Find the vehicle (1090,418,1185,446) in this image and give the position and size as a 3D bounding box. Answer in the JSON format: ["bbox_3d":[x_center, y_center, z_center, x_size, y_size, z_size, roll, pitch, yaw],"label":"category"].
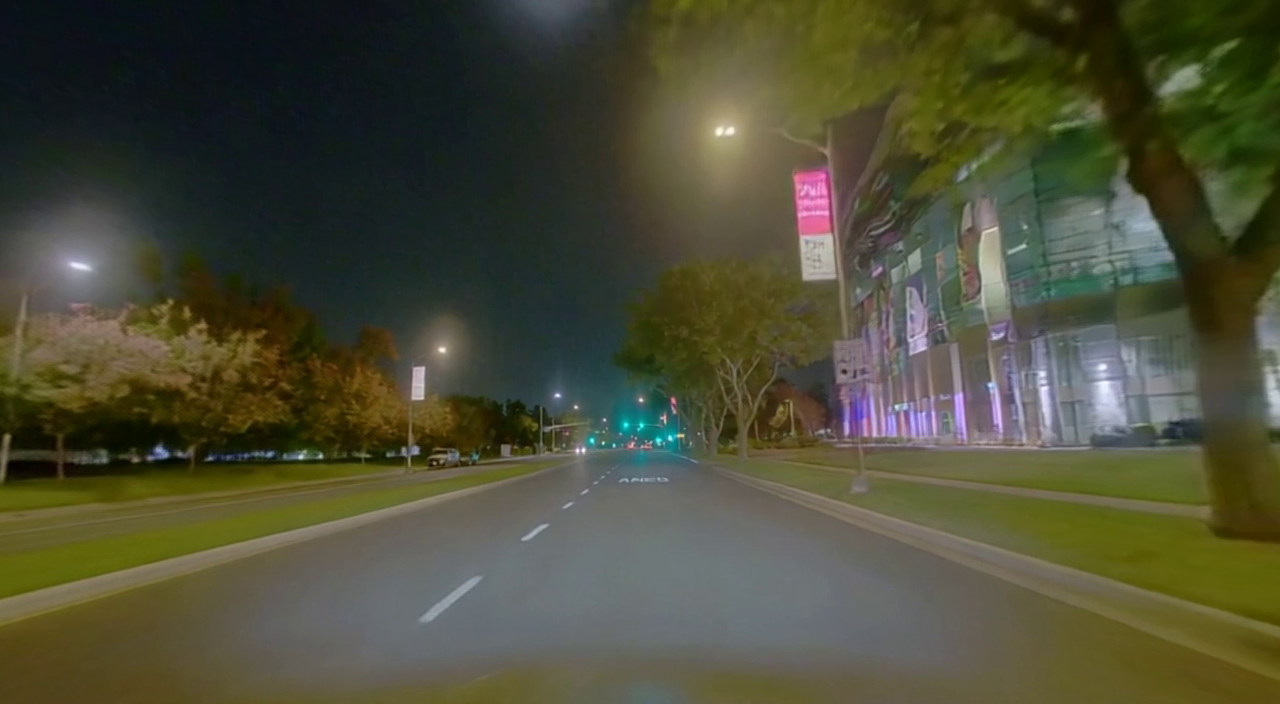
[{"bbox_3d":[28.140,4.597,35.684,1.895,1.503,4.234,0,-9,0],"label":"vehicle"}]

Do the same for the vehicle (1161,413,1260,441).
[{"bbox_3d":[33.469,4.450,36.981,1.917,1.469,4.195,0,-9,1],"label":"vehicle"}]
